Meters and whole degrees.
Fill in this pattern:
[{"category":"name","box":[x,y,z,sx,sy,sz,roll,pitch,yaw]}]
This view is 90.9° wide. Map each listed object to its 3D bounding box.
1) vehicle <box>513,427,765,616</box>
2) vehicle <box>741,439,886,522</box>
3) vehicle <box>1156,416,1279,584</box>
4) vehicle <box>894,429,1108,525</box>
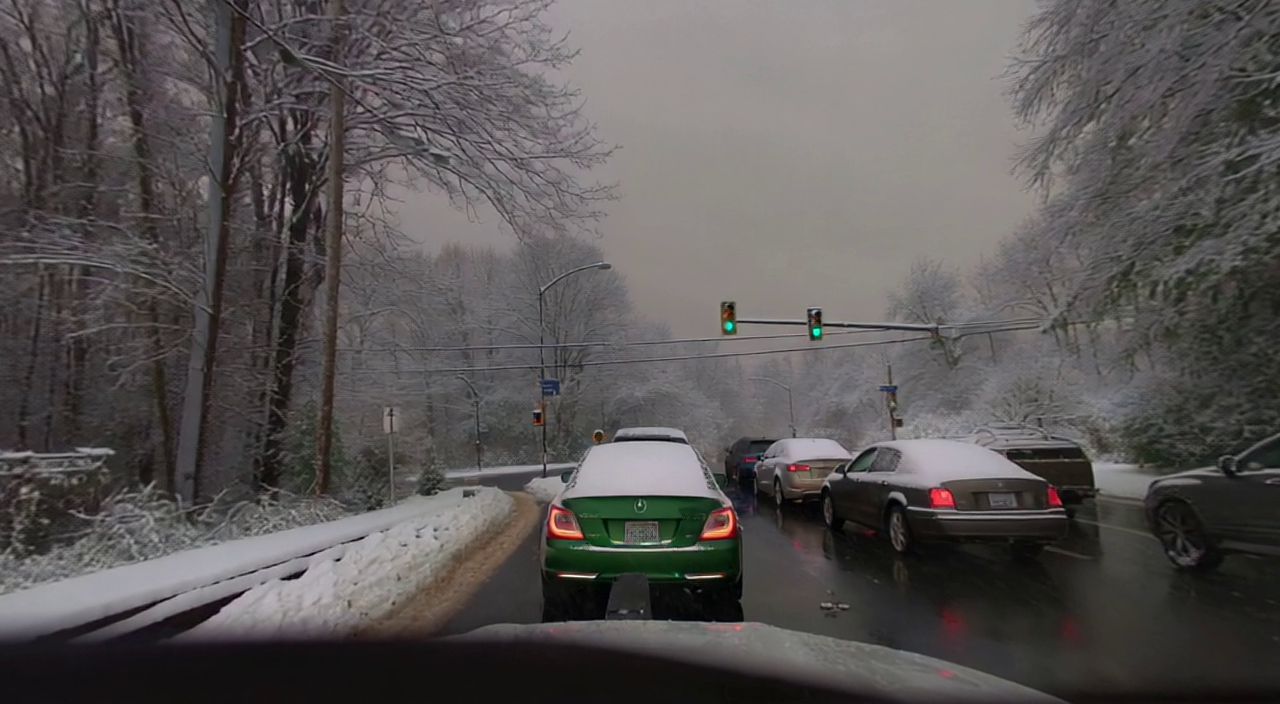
[{"category":"vehicle","box":[0.013,1.677,7.095,2.015,1.502,3.898,0,-9,1]},{"category":"vehicle","box":[3.538,2.714,13.824,1.934,1.494,4.446,0,-9,0]},{"category":"vehicle","box":[6.937,1.336,5.581,1.783,1.572,3.421,0,-9,1]},{"category":"vehicle","box":[7.025,2.465,12.897,1.923,1.611,4.094,0,-9,0]}]
